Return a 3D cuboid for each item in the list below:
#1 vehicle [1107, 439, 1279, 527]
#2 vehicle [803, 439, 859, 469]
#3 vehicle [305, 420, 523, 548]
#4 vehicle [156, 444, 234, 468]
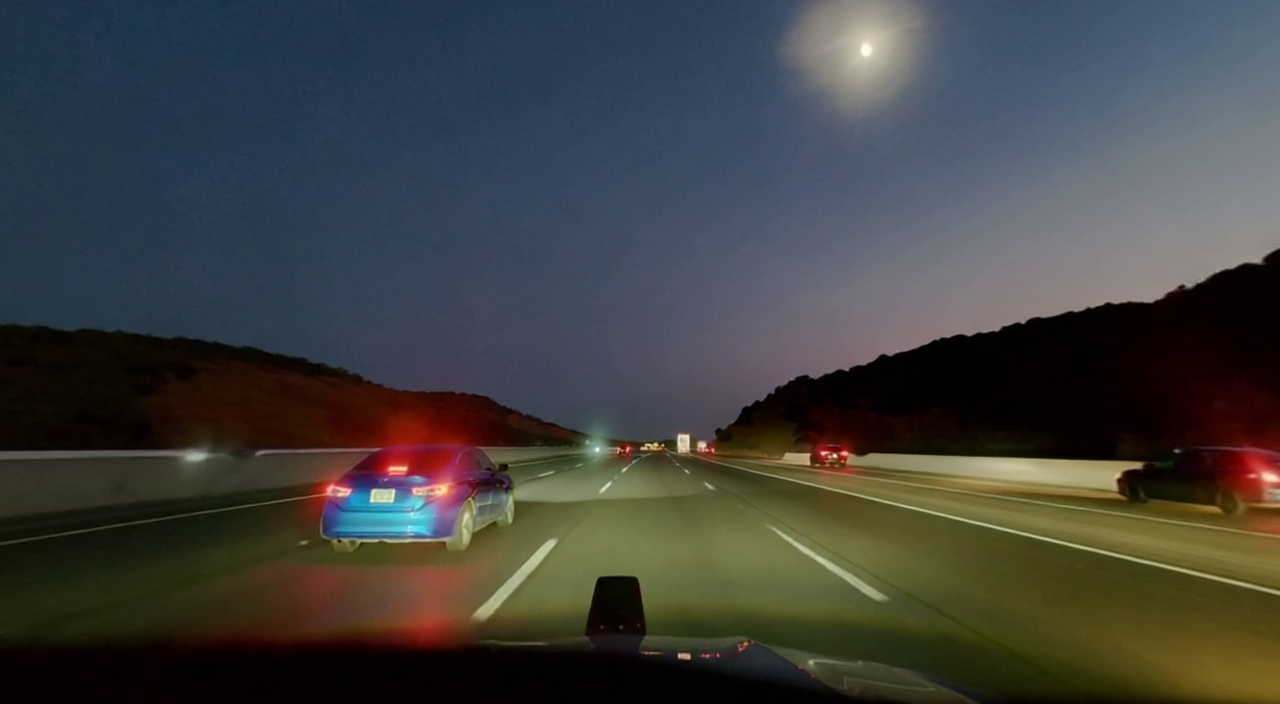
[{"bbox_3d":[11.561,2.382,11.807,1.982,1.443,4.635,0,-9,0],"label":"vehicle"},{"bbox_3d":[11.849,6.356,39.211,2.062,1.736,4.589,0,-8,0],"label":"vehicle"},{"bbox_3d":[-3.257,1.977,10.008,1.967,1.615,3.886,0,-8,1],"label":"vehicle"},{"bbox_3d":[-28.908,6.727,40.963,1.758,1.465,4.487,0,-8,1],"label":"vehicle"}]
